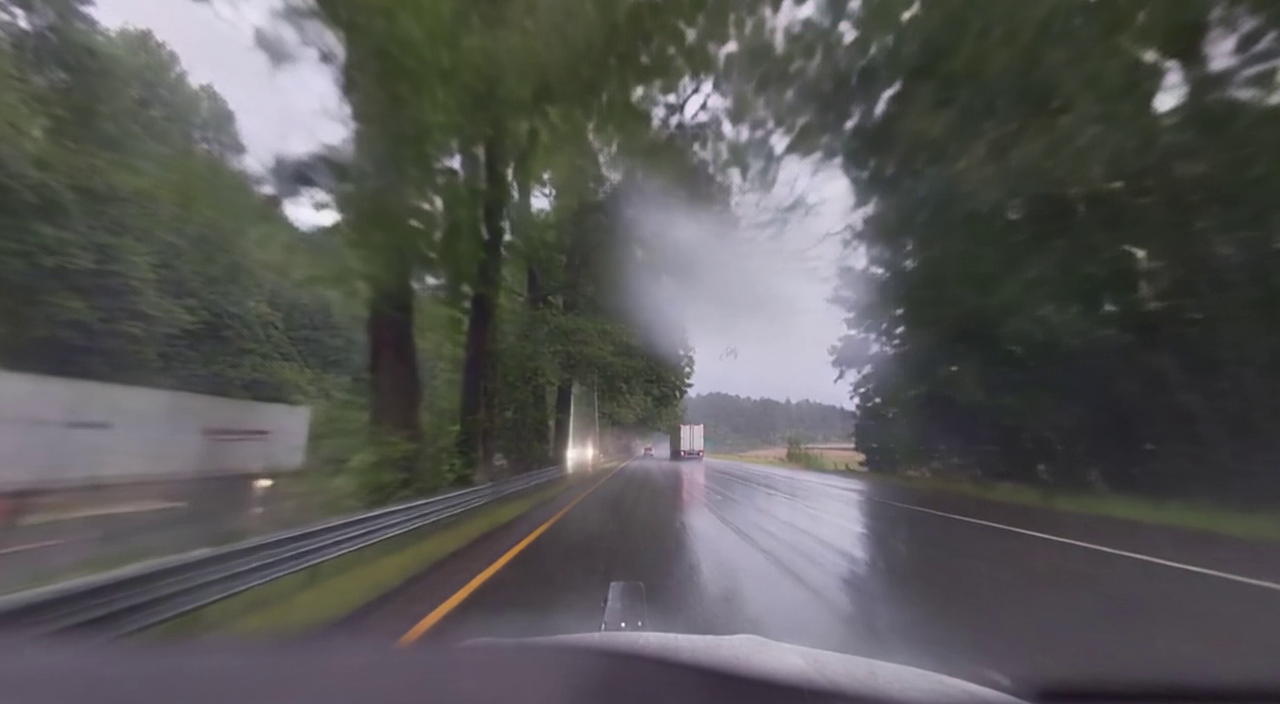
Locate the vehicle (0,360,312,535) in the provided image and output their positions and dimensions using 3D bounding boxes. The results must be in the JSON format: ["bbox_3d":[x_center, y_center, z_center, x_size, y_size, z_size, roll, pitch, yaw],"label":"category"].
[{"bbox_3d":[-16.265,3.180,20.613,2.905,4.067,14.085,-1,-9,3],"label":"vehicle"}]

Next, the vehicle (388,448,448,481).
[{"bbox_3d":[-14.666,7.448,42.019,2.094,1.999,4.762,-1,-9,2],"label":"vehicle"}]
